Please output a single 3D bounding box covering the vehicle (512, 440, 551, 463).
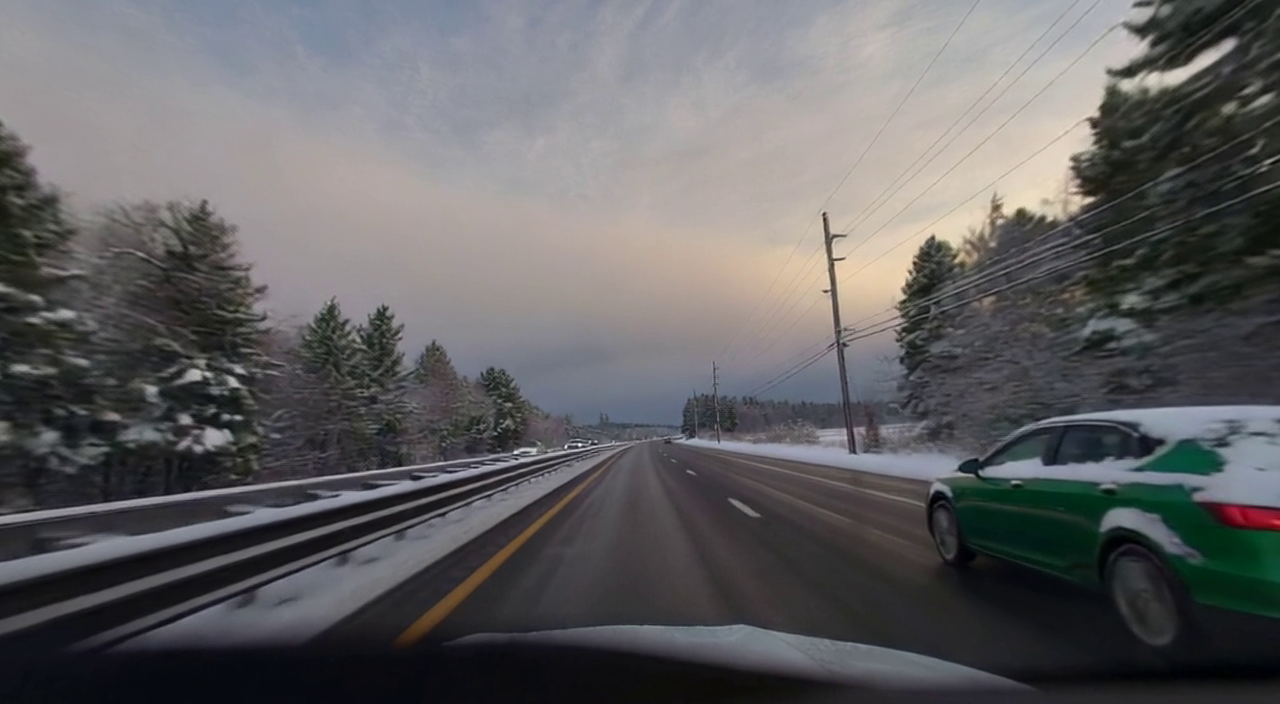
[{"bbox_3d":[-7.483,6.908,43.729,2.000,1.485,3.887,0,-8,0],"label":"vehicle"}]

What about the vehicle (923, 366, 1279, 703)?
[{"bbox_3d":[3.760,1.020,3.951,2.032,1.562,4.029,0,-8,-1],"label":"vehicle"}]
